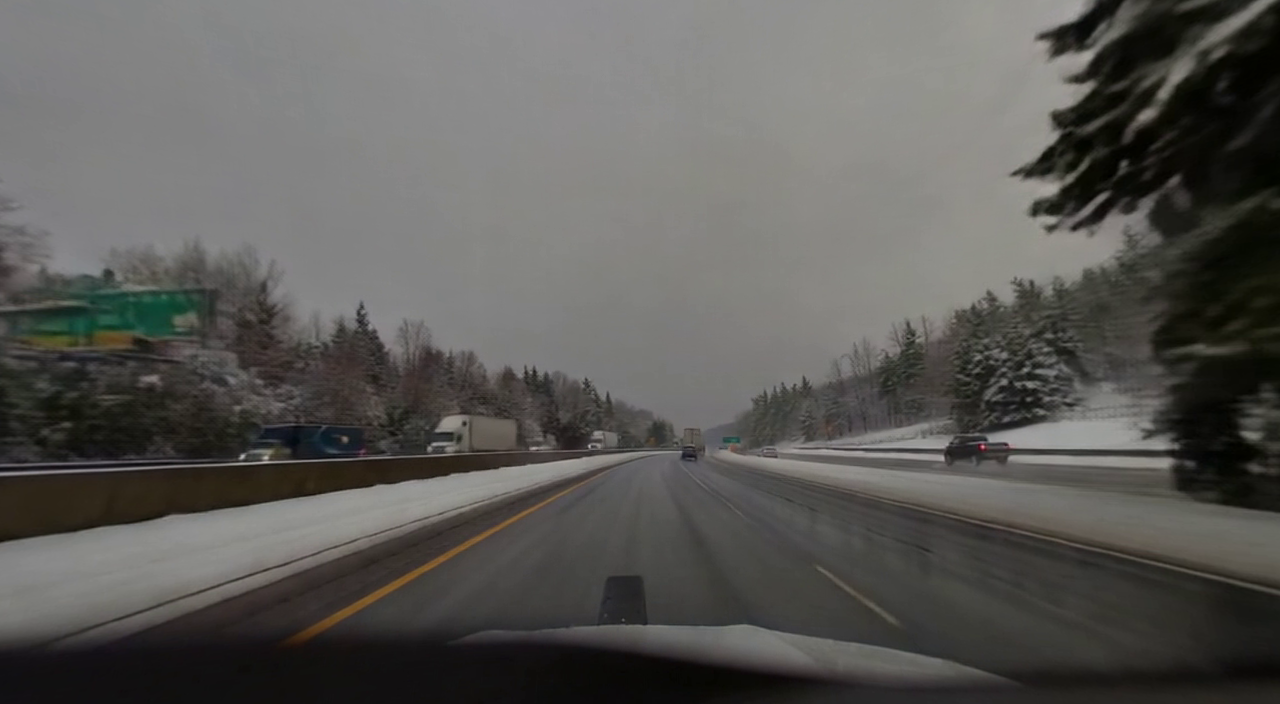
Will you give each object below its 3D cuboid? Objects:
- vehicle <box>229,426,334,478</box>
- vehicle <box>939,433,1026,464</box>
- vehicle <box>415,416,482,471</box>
[{"bbox_3d":[-28.047,7.802,49.887,2.913,3.636,8.816,-2,-8,2],"label":"vehicle"},{"bbox_3d":[21.043,5.995,38.969,2.061,1.776,4.476,2,-9,-15],"label":"vehicle"},{"bbox_3d":[-14.760,7.138,49.063,3.020,3.974,5.799,-1,-9,4],"label":"vehicle"}]
